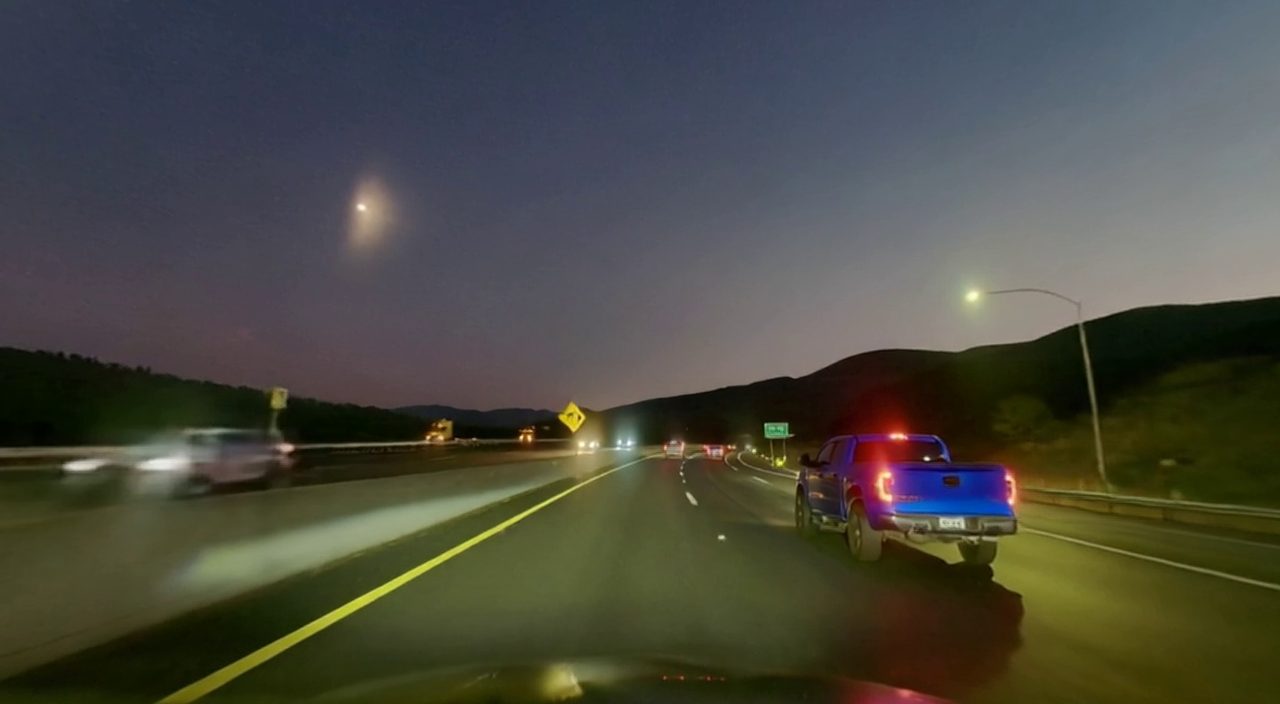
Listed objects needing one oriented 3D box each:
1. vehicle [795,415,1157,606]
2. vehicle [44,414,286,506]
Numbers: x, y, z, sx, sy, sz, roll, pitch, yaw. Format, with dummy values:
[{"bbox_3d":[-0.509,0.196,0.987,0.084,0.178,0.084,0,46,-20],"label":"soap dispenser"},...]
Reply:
[{"bbox_3d":[3.679,1.812,8.241,2.151,1.744,4.709,0,-9,1],"label":"vehicle"},{"bbox_3d":[-10.274,2.383,14.234,2.011,1.723,4.375,0,-9,0],"label":"vehicle"}]
